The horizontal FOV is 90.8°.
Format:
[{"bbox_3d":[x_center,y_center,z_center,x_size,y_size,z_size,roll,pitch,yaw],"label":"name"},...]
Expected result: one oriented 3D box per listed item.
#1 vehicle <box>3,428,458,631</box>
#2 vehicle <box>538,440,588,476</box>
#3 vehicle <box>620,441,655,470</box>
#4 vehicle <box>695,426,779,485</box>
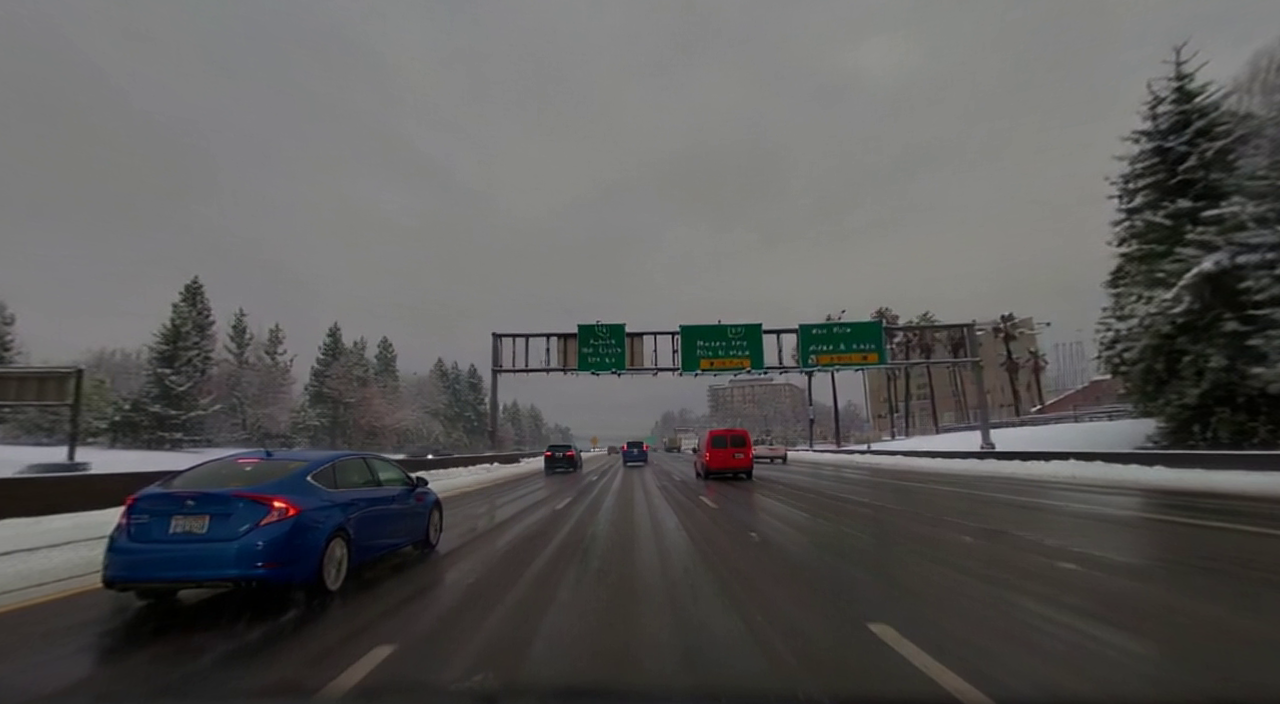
[{"bbox_3d":[-3.633,1.637,6.870,1.991,1.469,4.381,0,-9,0],"label":"vehicle"},{"bbox_3d":[-4.082,5.741,34.411,2.109,1.793,4.613,0,-9,0],"label":"vehicle"},{"bbox_3d":[-0.208,6.756,41.493,2.212,1.786,4.198,0,-9,-1],"label":"vehicle"},{"bbox_3d":[3.646,4.062,25.021,2.250,2.074,5.723,0,-9,-2],"label":"vehicle"}]
